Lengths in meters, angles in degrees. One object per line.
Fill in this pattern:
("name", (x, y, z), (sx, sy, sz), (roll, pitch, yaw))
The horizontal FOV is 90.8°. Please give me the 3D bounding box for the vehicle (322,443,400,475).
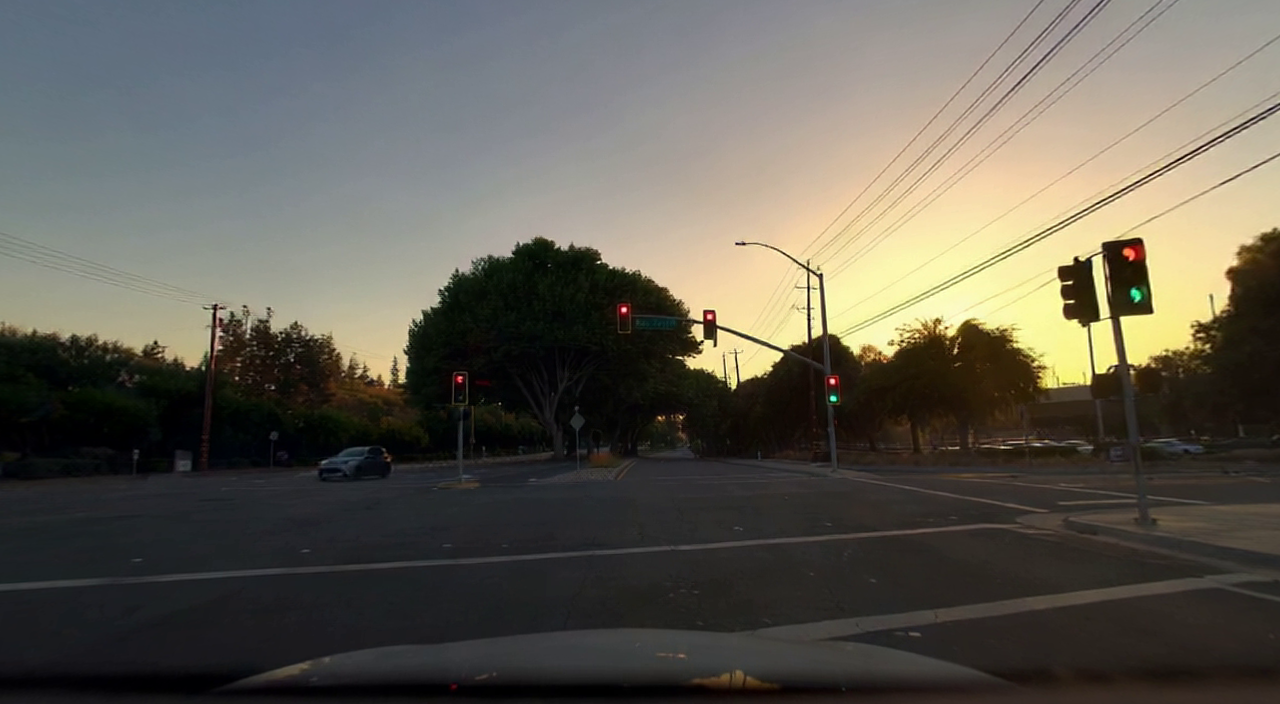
("vehicle", (-14.518, 5.554, 33.154), (1.893, 1.547, 4.283), (-1, -8, 4))
